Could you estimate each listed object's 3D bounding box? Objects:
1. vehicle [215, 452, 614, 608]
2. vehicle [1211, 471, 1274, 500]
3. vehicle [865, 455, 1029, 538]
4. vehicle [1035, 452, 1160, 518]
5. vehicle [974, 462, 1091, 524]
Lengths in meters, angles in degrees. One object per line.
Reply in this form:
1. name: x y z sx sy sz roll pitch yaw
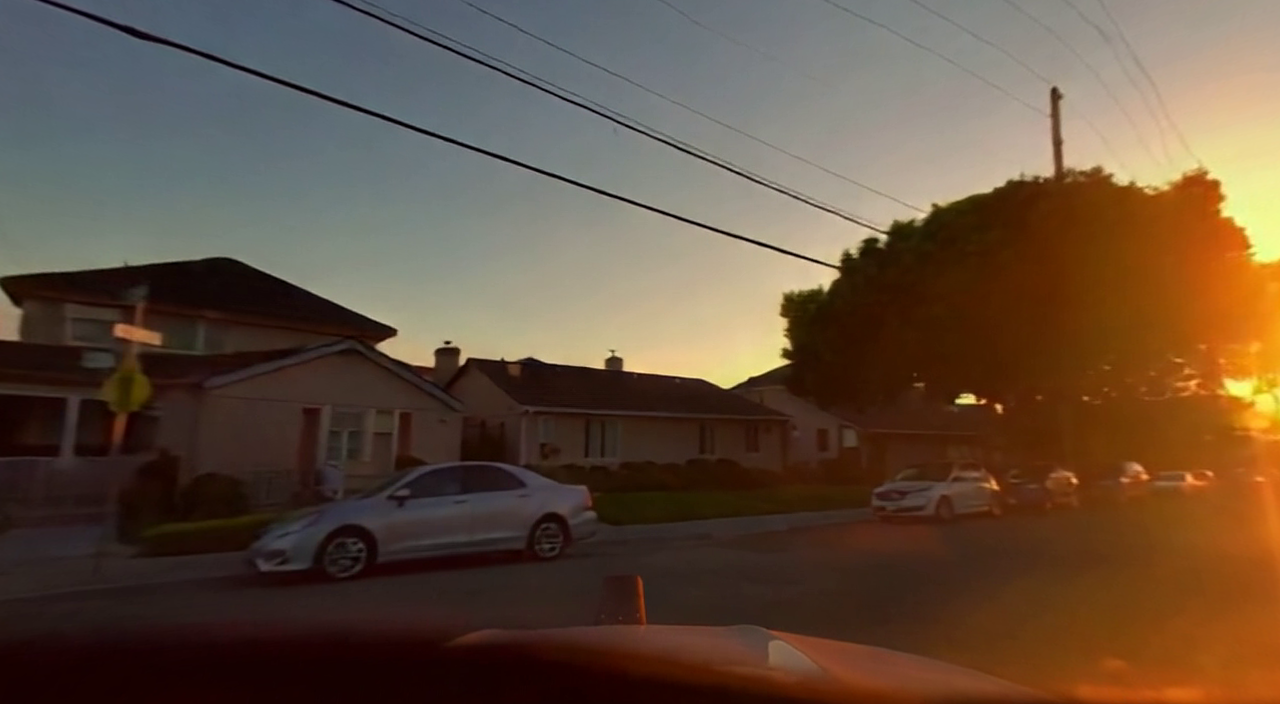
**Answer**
1. vehicle: -2.670 2.056 8.167 4.469 1.391 1.746 6 -12 -38
2. vehicle: 34.570 7.608 36.213 4.357 1.359 1.958 6 -10 -39
3. vehicle: 7.881 3.534 16.074 4.442 1.675 1.909 6 -10 -38
4. vehicle: 15.971 4.519 21.969 4.713 1.923 2.034 6 -10 -36
5. vehicle: 11.790 4.137 18.904 3.648 1.502 1.745 6 -10 -38
